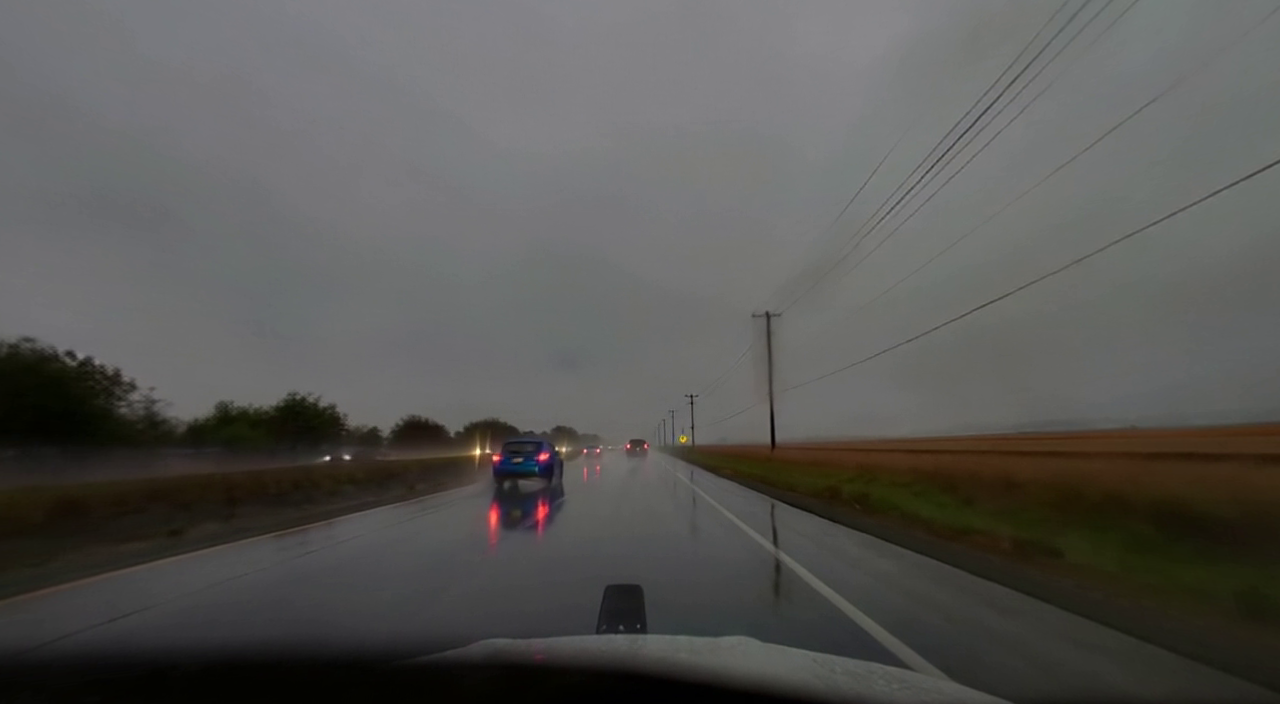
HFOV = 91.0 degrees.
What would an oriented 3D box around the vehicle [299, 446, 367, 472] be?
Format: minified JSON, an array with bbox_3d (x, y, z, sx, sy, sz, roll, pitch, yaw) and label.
[{"bbox_3d":[-20.857,7.284,43.046,2.024,1.685,4.992,0,-9,1],"label":"vehicle"}]

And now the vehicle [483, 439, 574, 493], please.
[{"bbox_3d":[-3.665,3.858,21.692,2.120,1.597,4.810,0,-9,1],"label":"vehicle"}]
